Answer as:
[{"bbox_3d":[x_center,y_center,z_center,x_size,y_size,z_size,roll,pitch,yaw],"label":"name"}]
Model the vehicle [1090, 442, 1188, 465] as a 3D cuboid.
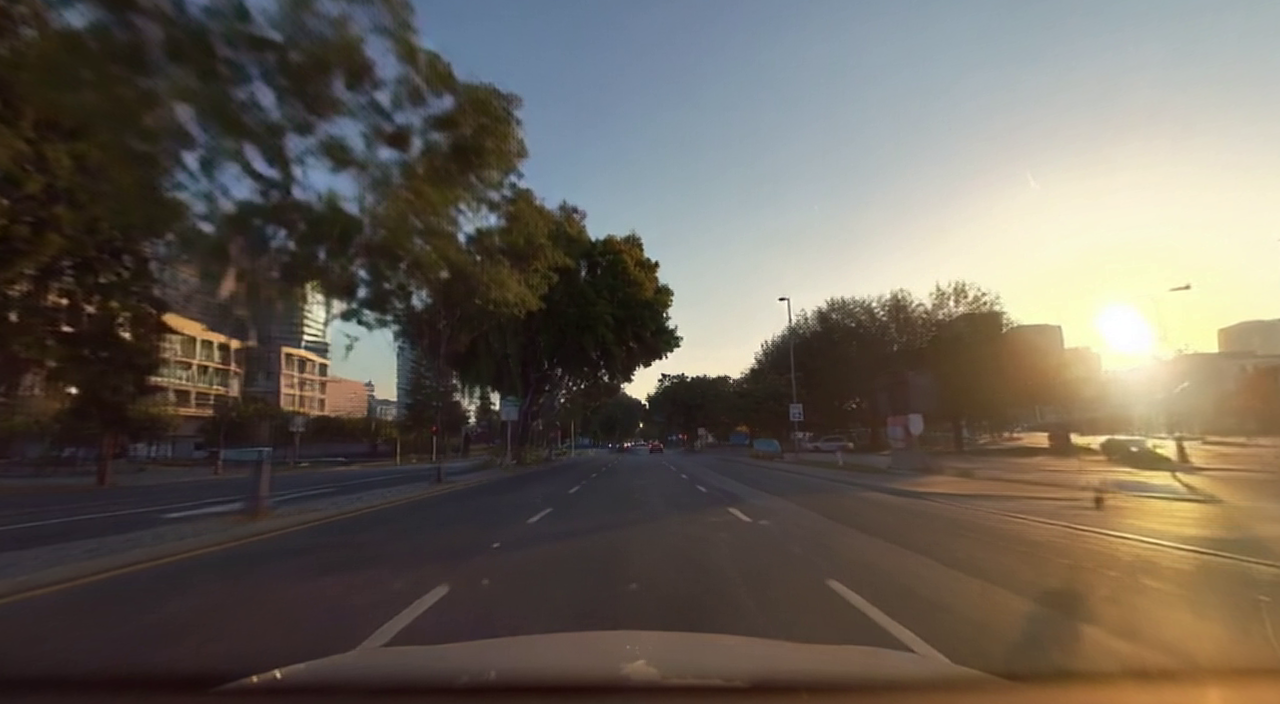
[{"bbox_3d":[33.880,6.877,43.022,1.918,1.430,4.904,8,-11,-42],"label":"vehicle"}]
